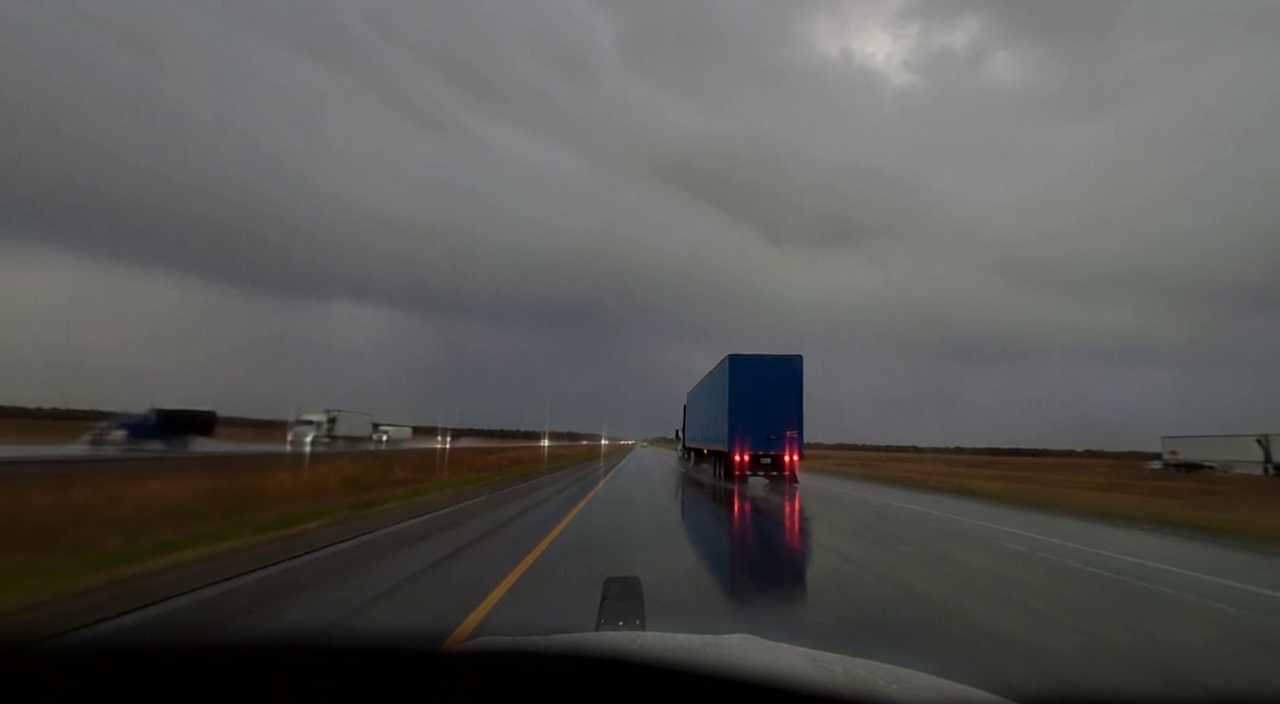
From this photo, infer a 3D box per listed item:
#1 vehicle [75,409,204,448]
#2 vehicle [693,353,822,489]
[{"bbox_3d":[-29.658,4.664,37.694,2.329,2.083,6.351,0,-9,2],"label":"vehicle"},{"bbox_3d":[4.167,3.087,26.019,2.818,4.206,12.987,0,-9,0],"label":"vehicle"}]
